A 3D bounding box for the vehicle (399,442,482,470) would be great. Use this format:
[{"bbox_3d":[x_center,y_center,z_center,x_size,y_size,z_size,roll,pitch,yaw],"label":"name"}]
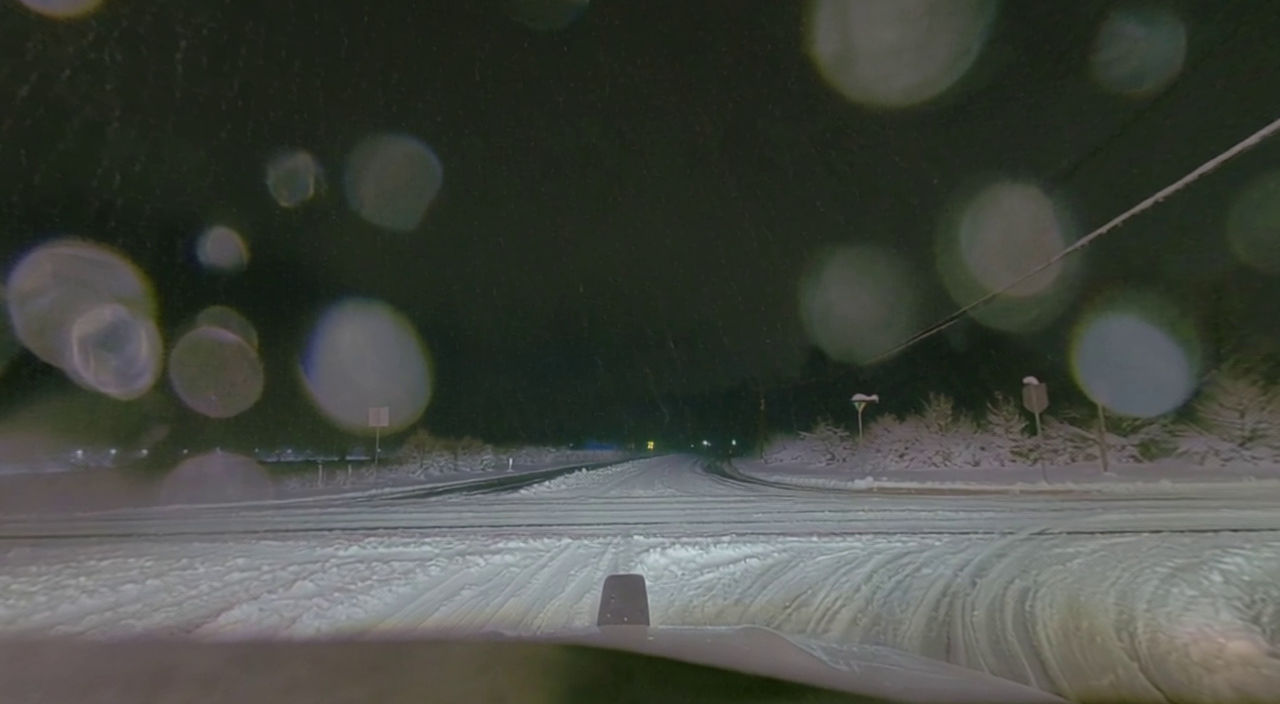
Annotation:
[{"bbox_3d":[-12.686,6.626,40.227,4.590,1.735,1.973,-1,-9,3],"label":"vehicle"}]
